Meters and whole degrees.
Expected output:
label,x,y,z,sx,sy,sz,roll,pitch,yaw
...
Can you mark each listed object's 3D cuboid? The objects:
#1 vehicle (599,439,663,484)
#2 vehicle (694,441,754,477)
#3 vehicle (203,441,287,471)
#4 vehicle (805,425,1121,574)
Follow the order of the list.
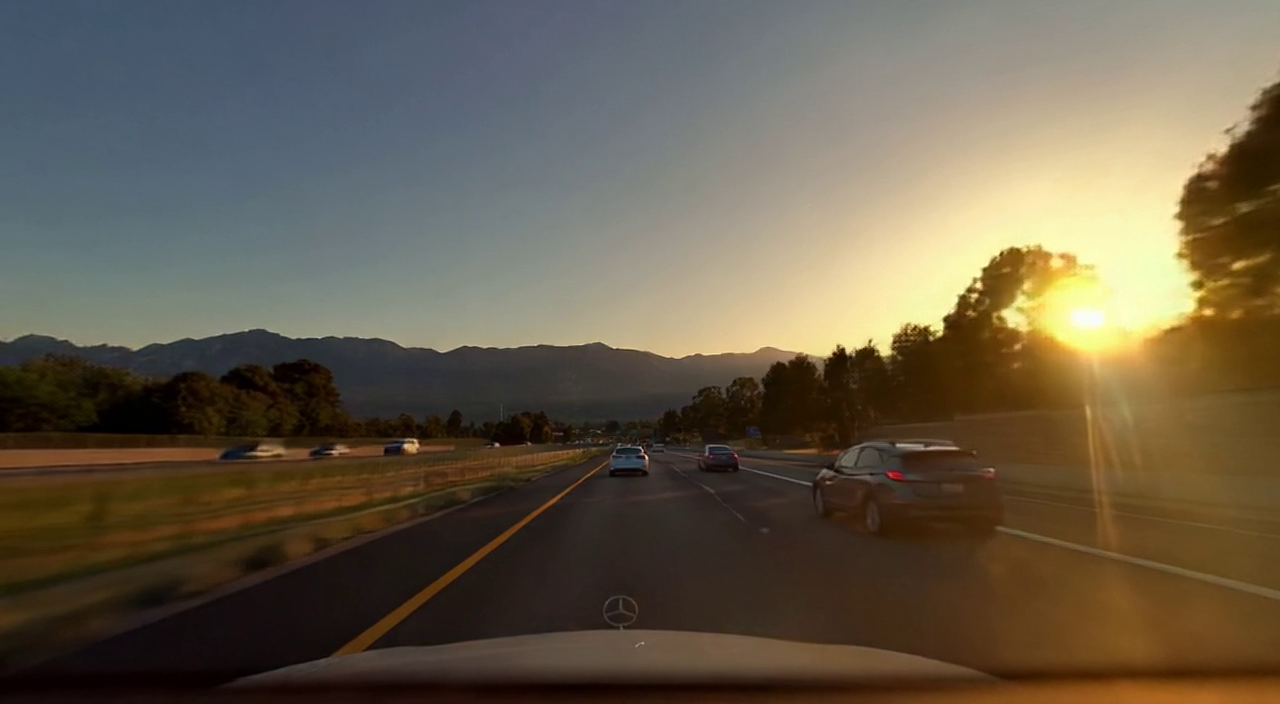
label,x,y,z,sx,sy,sz,roll,pitch,yaw
vehicle,-0.326,3.880,22.487,2.085,1.449,3.860,0,-9,-1
vehicle,3.572,4.634,27.502,1.957,1.447,4.241,0,-9,-1
vehicle,-25.040,6.575,40.167,2.172,1.771,4.917,0,-9,-1
vehicle,3.847,1.815,8.565,1.949,1.493,4.272,0,-9,-1
